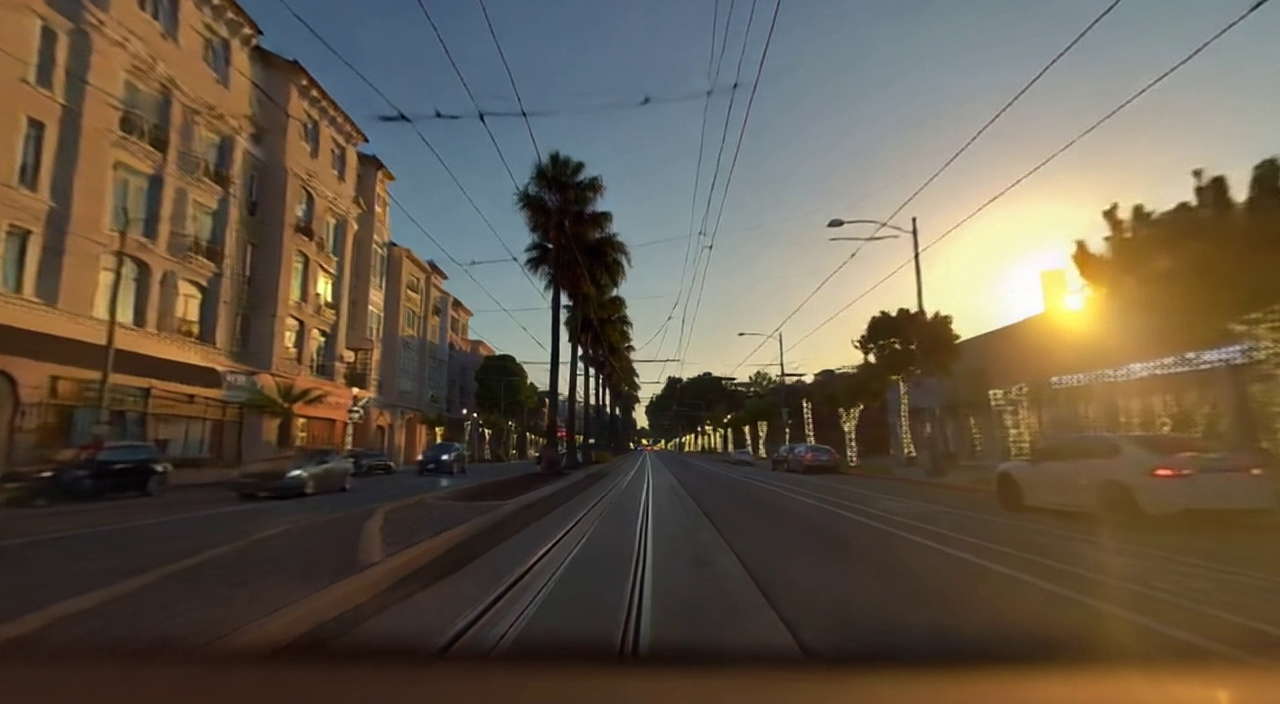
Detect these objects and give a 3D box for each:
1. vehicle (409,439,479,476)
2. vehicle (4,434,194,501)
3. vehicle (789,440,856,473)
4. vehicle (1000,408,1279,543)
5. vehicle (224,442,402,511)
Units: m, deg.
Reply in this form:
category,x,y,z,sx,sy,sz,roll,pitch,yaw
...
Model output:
category,x,y,z,sx,sy,sz,roll,pitch,yaw
vehicle,-10.638,5.735,34.679,2.096,1.860,4.953,-1,-8,2
vehicle,-16.591,3.536,19.724,1.974,1.808,4.373,0,-8,1
vehicle,8.825,5.088,30.814,1.816,1.488,4.102,0,-8,-4
vehicle,8.371,1.906,10.382,1.995,1.677,4.863,0,-8,0
vehicle,-7.933,3.039,15.914,2.046,1.475,4.426,0,-8,1
